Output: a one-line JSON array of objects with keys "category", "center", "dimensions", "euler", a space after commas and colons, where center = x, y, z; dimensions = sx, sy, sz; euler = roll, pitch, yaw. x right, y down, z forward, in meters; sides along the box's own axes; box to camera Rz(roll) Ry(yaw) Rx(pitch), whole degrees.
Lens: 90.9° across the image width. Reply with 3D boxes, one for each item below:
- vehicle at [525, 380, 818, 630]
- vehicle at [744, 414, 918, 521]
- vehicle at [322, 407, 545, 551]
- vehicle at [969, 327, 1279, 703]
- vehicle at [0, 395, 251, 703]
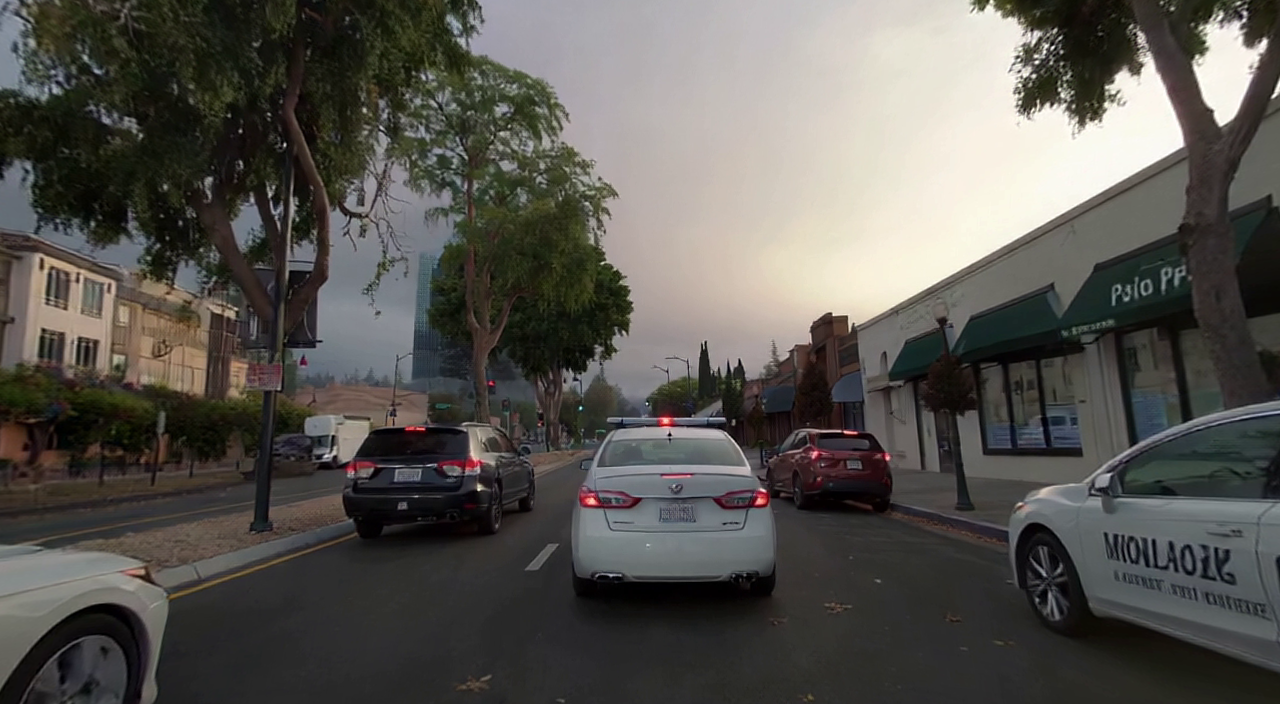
[{"category": "vehicle", "center": [0.212, 1.378, 6.564], "dimensions": [2.075, 1.770, 4.018], "euler": [0, -8, 0]}, {"category": "vehicle", "center": [4.018, 2.552, 14.530], "dimensions": [2.038, 1.865, 5.786], "euler": [3, -9, -2]}, {"category": "vehicle", "center": [-2.951, 1.937, 10.289], "dimensions": [2.135, 1.806, 4.514], "euler": [0, -8, -1]}, {"category": "vehicle", "center": [4.047, 0.912, 3.270], "dimensions": [1.987, 1.877, 5.330], "euler": [3, -8, 2]}, {"category": "vehicle", "center": [-2.896, 0.736, 0.972], "dimensions": [1.908, 1.474, 4.257], "euler": [0, -8, -1]}]
